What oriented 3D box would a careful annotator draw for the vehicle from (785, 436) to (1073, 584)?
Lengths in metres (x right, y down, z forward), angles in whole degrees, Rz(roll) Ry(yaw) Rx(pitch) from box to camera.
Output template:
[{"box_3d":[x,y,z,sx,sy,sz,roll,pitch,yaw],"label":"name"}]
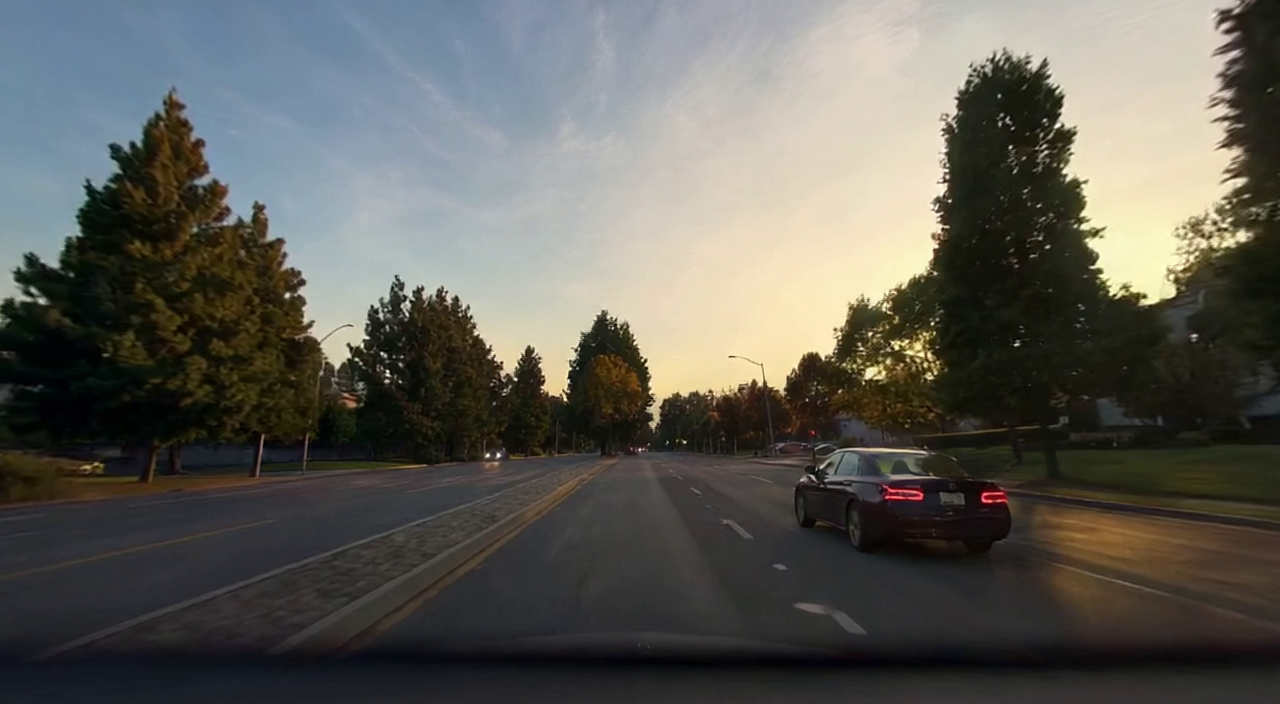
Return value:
[{"box_3d":[3.370,1.891,8.416,1.852,1.453,4.083,0,-9,-1],"label":"vehicle"}]
